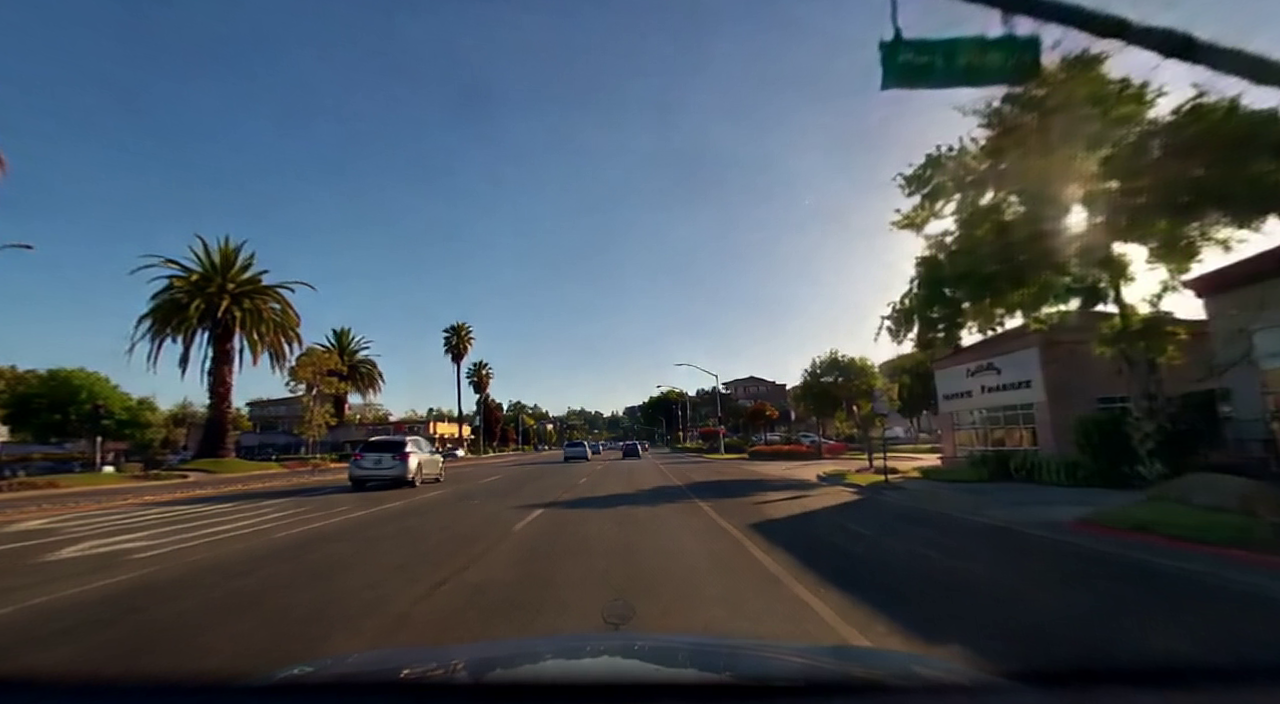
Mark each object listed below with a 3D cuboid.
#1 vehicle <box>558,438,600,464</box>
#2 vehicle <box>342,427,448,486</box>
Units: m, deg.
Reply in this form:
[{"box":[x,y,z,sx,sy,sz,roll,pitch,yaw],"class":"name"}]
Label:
[{"box":[-3.617,5.948,38.008,2.181,1.483,4.123,0,-9,-1],"class":"vehicle"},{"box":[-7.960,3.441,21.050,2.022,1.746,4.406,0,-9,-4],"class":"vehicle"}]
